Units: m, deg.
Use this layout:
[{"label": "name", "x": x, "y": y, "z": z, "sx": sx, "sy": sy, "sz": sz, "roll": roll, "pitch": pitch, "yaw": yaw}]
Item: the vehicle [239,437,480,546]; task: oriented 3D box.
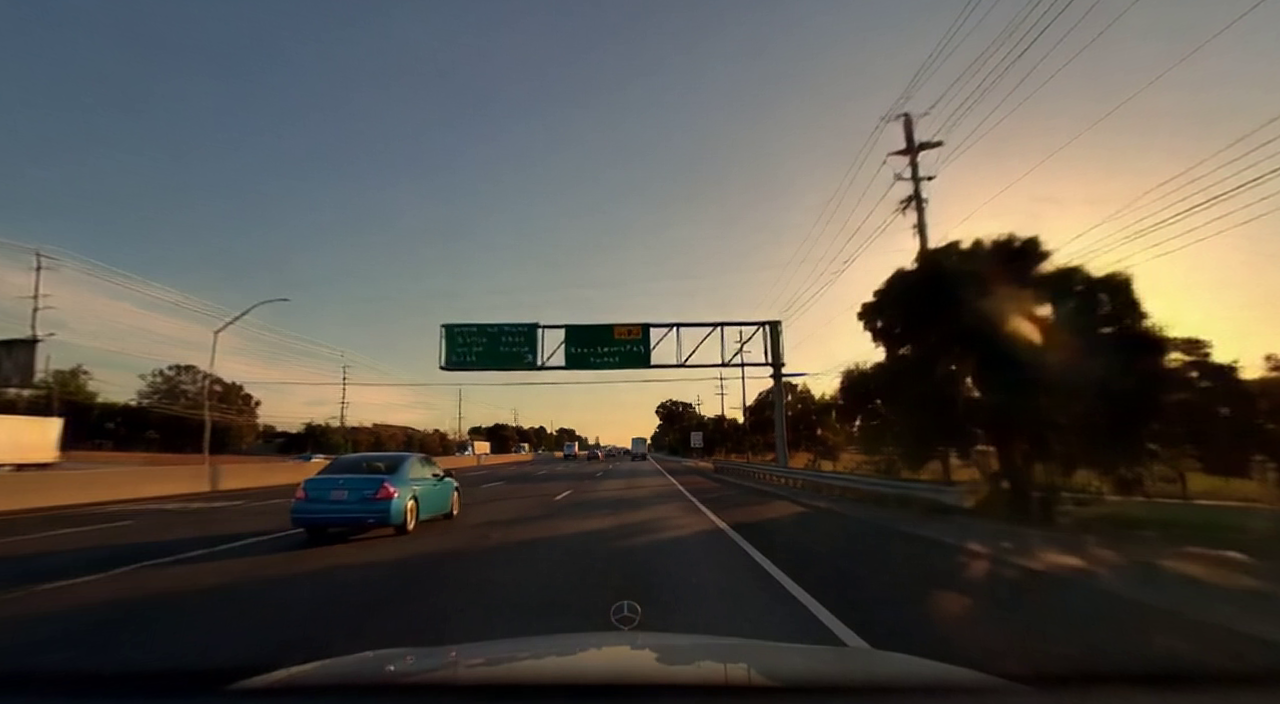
[{"label": "vehicle", "x": -4.488, "y": 2.288, "z": 11.057, "sx": 2.104, "sy": 1.501, "sz": 4.459, "roll": 0, "pitch": -9, "yaw": 1}]
